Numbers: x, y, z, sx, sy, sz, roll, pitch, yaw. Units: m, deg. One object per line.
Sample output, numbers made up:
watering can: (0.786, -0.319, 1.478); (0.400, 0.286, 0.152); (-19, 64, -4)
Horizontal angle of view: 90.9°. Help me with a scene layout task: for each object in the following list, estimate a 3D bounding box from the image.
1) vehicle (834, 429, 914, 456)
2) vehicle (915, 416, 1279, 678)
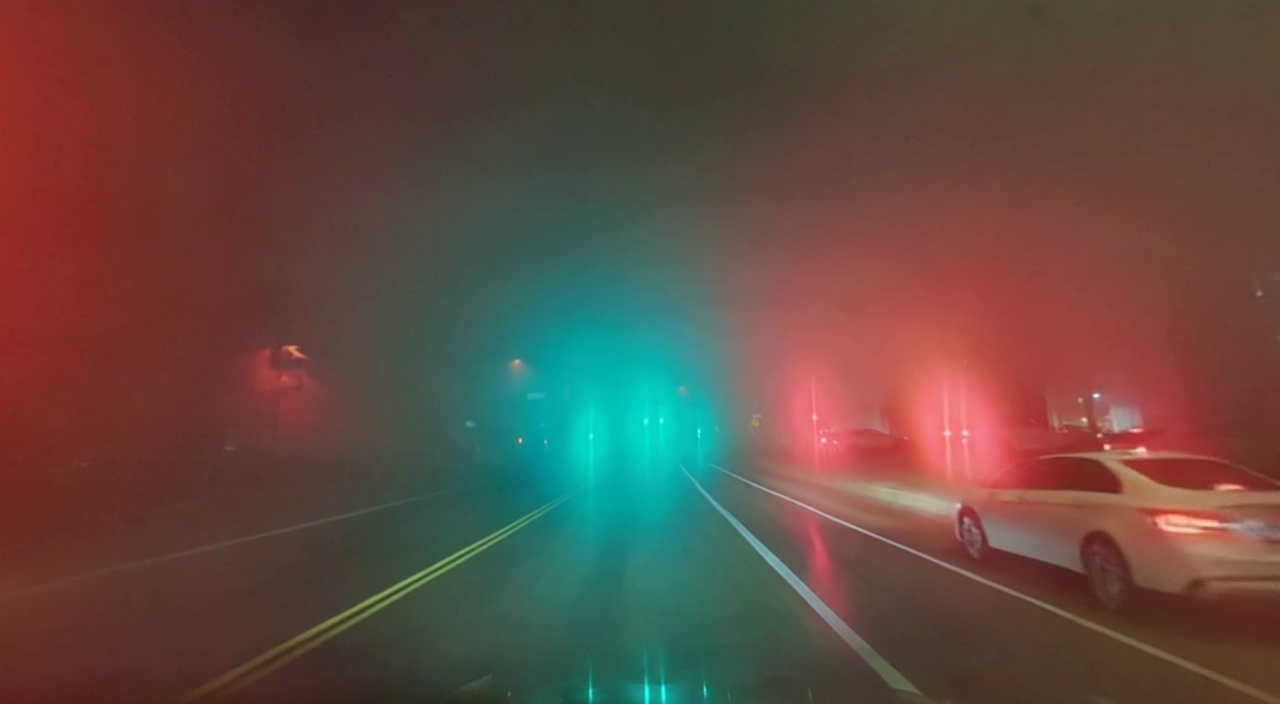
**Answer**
vehicle: (14.416, 5.605, 39.039); (4.167, 1.476, 1.871); (-2, -8, 1)
vehicle: (4.581, 1.425, 5.885); (2.006, 1.448, 4.671); (0, -8, 1)
